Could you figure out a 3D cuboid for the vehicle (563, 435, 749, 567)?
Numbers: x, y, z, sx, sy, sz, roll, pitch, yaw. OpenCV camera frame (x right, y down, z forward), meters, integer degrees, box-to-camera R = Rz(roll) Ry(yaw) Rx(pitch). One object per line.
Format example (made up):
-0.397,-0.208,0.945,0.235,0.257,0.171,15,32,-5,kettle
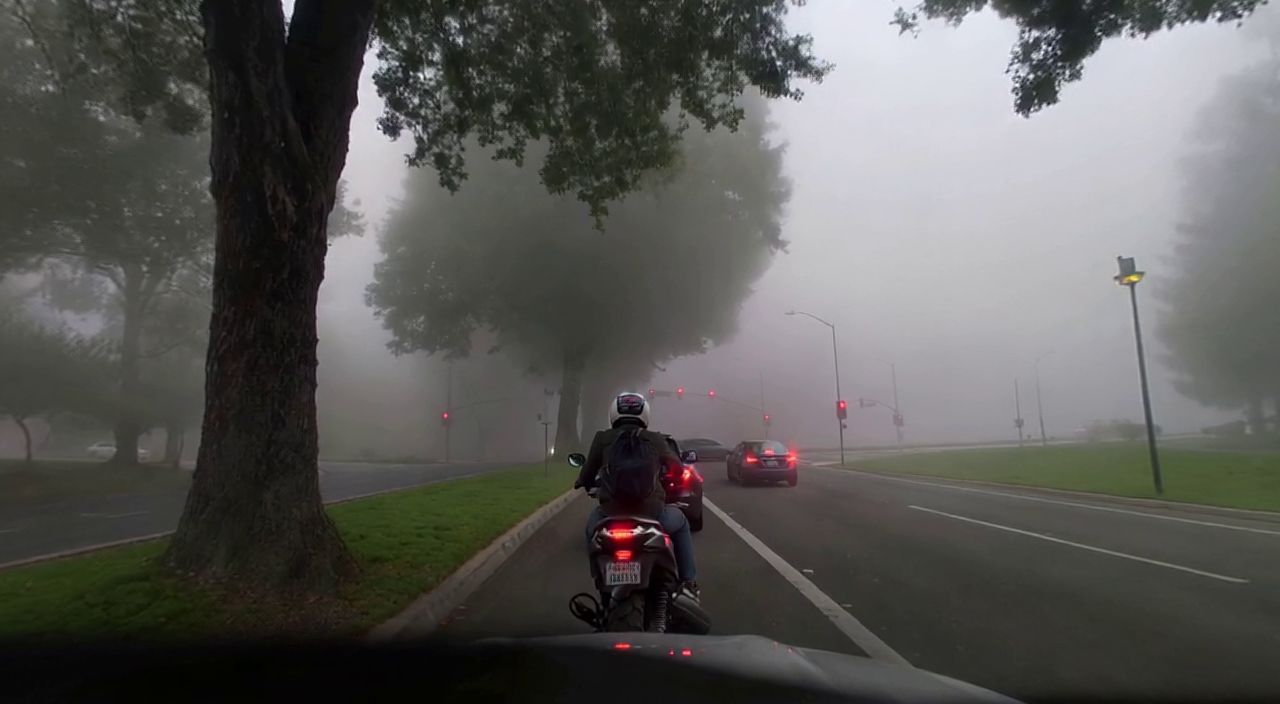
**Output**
0.131,1.999,9.388,2.093,1.450,4.437,0,-8,-1,vehicle
